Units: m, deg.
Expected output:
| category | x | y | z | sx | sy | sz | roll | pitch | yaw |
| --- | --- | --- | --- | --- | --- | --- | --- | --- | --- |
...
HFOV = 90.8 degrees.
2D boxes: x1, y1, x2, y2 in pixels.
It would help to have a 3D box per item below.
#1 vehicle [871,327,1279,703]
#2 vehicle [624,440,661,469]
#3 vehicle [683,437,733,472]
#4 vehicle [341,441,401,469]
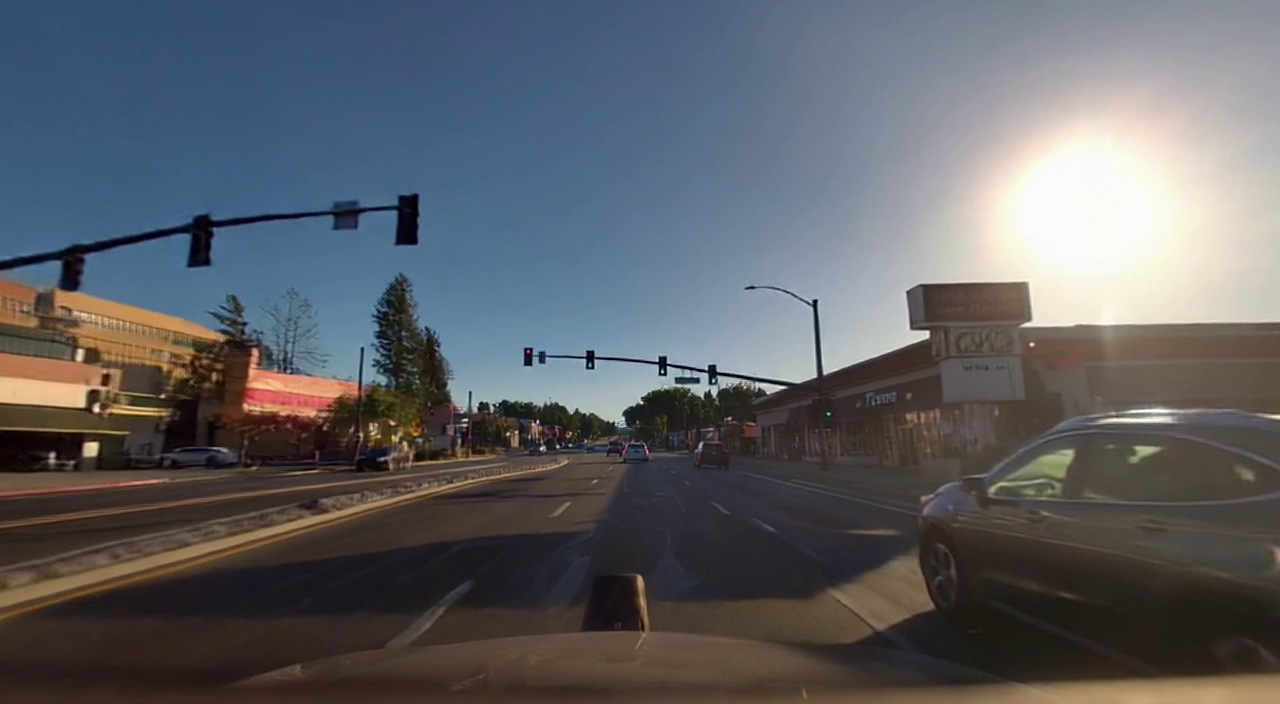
| category | x | y | z | sx | sy | sz | roll | pitch | yaw |
| --- | --- | --- | --- | --- | --- | --- | --- | --- | --- |
| vehicle | 3.055 | 0.955 | 3.336 | 1.969 | 1.682 | 4.387 | 0 | -8 | 0 |
| vehicle | 0.080 | 5.911 | 36.548 | 2.023 | 1.532 | 3.891 | 0 | -8 | -1 |
| vehicle | 3.485 | 5.344 | 33.104 | 2.085 | 1.668 | 4.077 | 0 | -8 | -1 |
| vehicle | -18.181 | 6.964 | 42.963 | 2.069 | 1.776 | 4.543 | 0 | -8 | 0 |
